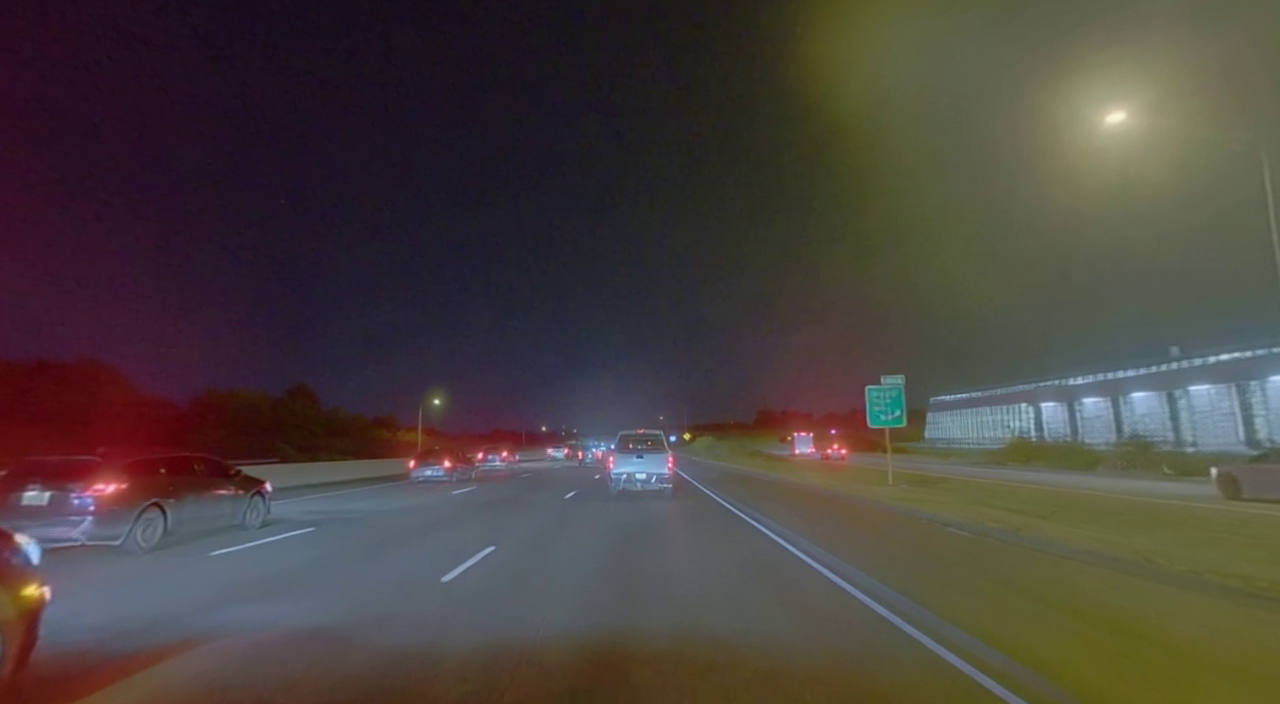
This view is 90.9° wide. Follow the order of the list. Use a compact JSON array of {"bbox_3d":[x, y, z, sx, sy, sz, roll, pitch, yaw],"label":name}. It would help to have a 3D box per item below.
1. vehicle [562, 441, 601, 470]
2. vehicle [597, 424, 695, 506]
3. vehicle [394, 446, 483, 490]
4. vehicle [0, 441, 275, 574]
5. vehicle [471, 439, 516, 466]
[{"bbox_3d":[-3.475,6.225,38.193,1.952,1.649,4.131,0,-9,1],"label":"vehicle"},{"bbox_3d":[0.132,2.780,15.887,2.152,1.779,3.924,0,-9,0],"label":"vehicle"},{"bbox_3d":[-7.314,4.238,23.380,1.869,1.466,4.217,0,-9,1],"label":"vehicle"},{"bbox_3d":[-7.548,2.053,9.184,1.864,1.458,4.295,0,-9,0],"label":"vehicle"},{"bbox_3d":[-11.288,7.795,49.105,2.157,1.941,5.544,0,-9,0],"label":"vehicle"}]
